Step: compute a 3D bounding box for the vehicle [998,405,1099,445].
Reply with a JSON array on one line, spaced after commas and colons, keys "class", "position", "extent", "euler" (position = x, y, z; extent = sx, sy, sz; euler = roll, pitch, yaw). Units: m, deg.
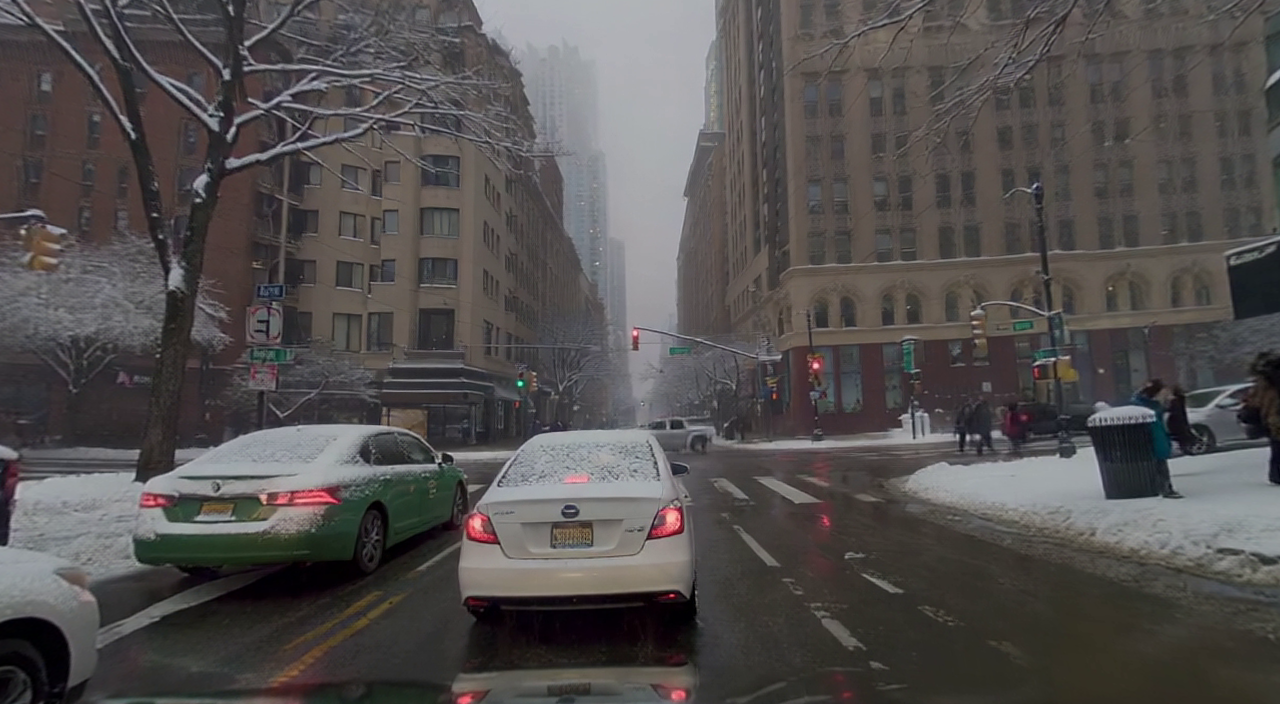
[{"class": "vehicle", "position": [18.390, 3.331, 28.430], "extent": [4.392, 1.667, 1.958], "euler": [5, -10, -31]}]

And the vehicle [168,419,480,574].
[{"class": "vehicle", "position": [-3.688, 1.753, 8.472], "extent": [1.934, 1.522, 4.287], "euler": [0, -8, 0]}]

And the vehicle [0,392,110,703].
[{"class": "vehicle", "position": [-3.919, 0.703, 1.175], "extent": [1.995, 1.524, 4.438], "euler": [0, -8, 0]}]

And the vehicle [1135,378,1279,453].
[{"class": "vehicle", "position": [21.623, 2.356, 22.873], "extent": [5.863, 2.493, 2.354], "euler": [2, -9, -12]}]

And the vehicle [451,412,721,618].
[{"class": "vehicle", "position": [-0.416, 1.502, 6.723], "extent": [1.999, 1.520, 3.896], "euler": [0, -8, -1]}]
